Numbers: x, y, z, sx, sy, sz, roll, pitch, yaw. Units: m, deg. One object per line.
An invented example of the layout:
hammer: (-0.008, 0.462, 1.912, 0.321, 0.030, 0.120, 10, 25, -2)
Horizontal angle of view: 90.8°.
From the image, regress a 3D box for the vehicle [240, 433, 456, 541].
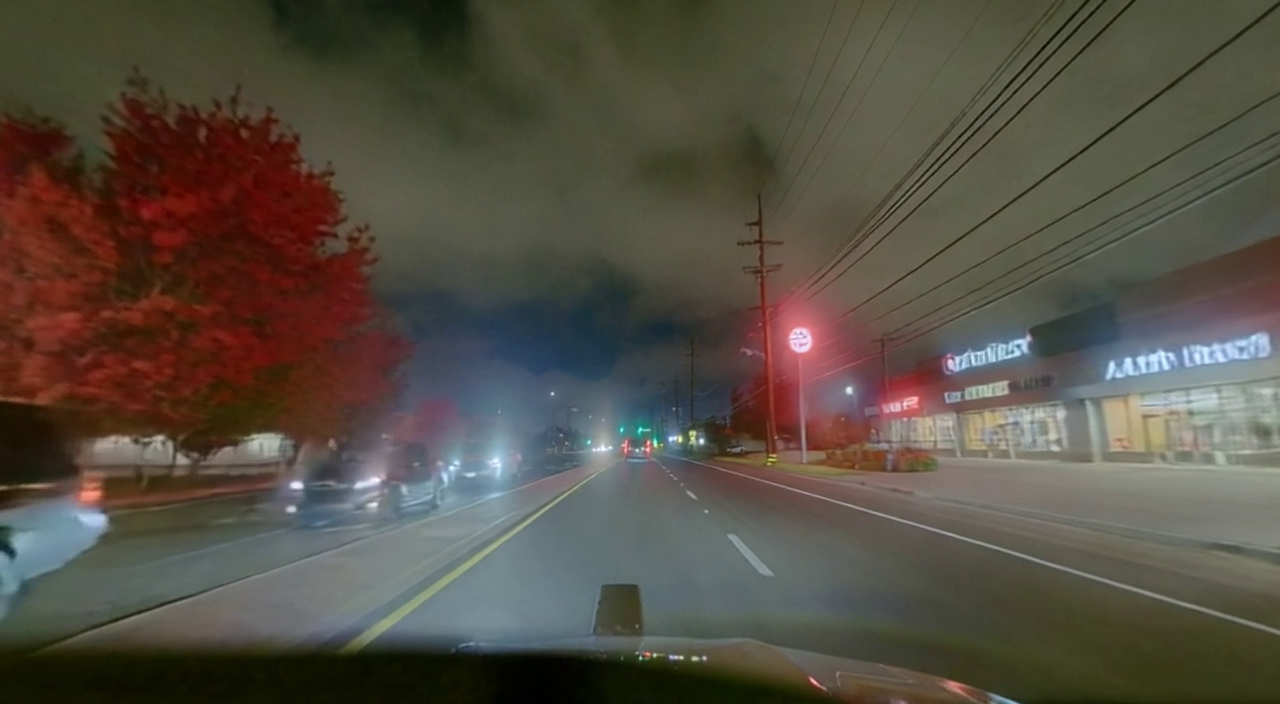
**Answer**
vehicle: (-5.063, 2.349, 11.839, 1.909, 1.524, 4.614, -2, -8, 0)

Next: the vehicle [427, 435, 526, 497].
vehicle: (-5.056, 3.539, 20.169, 1.993, 1.680, 4.386, -2, -8, 0)

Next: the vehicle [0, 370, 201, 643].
vehicle: (-5.467, 1.008, 3.738, 2.278, 1.828, 4.970, -2, -8, -1)
